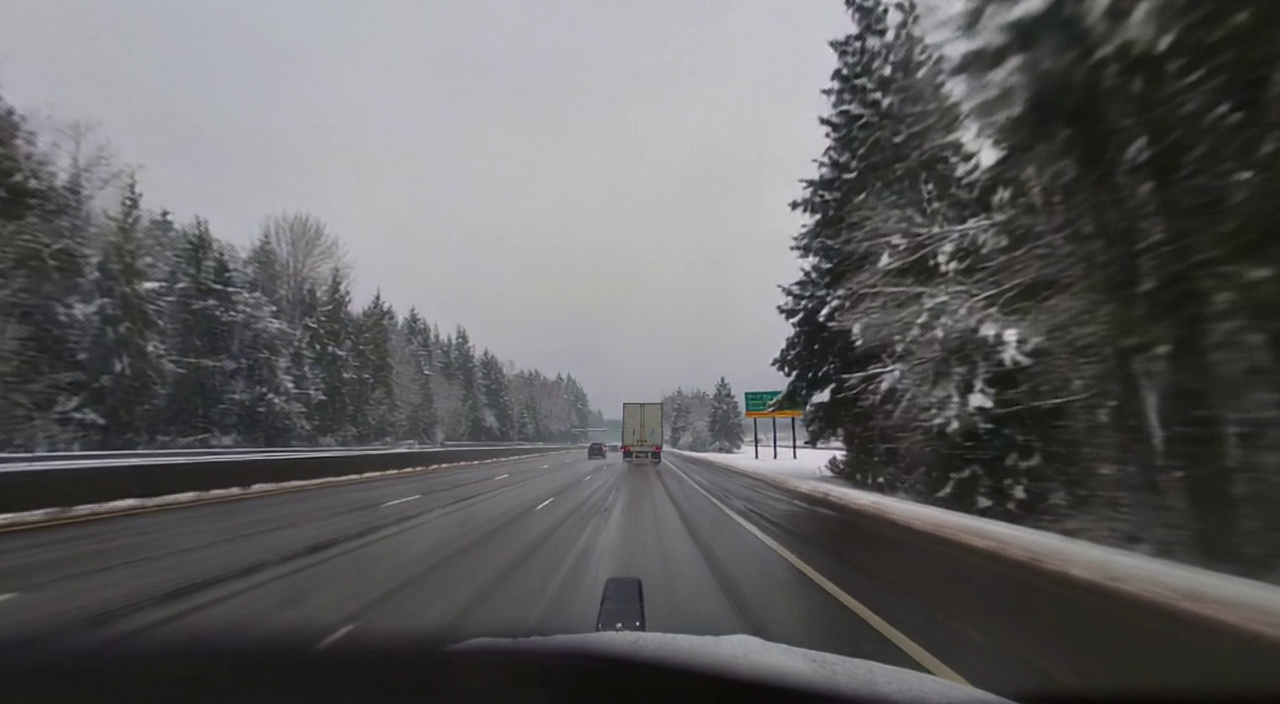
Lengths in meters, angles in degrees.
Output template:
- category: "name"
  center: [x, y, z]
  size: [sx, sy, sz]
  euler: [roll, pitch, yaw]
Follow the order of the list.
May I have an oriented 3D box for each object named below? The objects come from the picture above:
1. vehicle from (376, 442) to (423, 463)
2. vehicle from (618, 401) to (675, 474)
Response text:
- category: "vehicle"
  center: [-18.793, 7.878, 49.472]
  size: [1.851, 1.475, 4.593]
  euler: [0, -9, 0]
- category: "vehicle"
  center: [0.198, 5.424, 39.138]
  size: [2.976, 3.800, 12.335]
  euler: [0, -9, -1]
